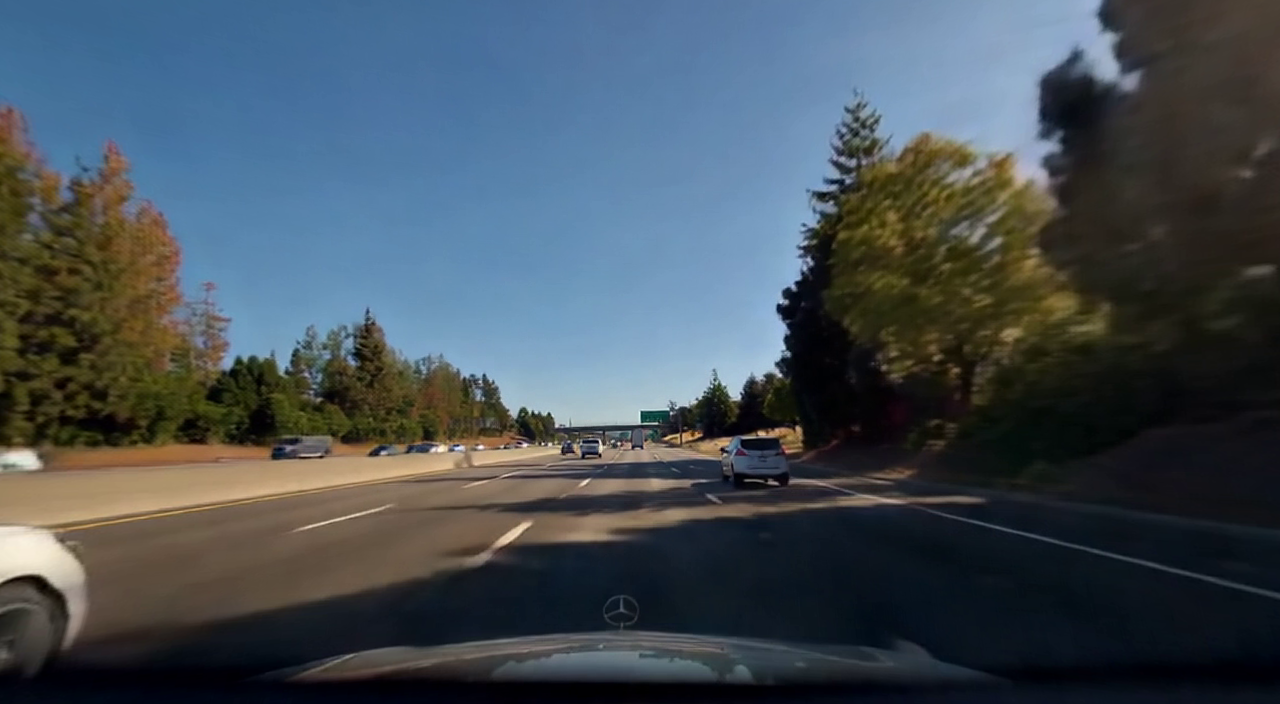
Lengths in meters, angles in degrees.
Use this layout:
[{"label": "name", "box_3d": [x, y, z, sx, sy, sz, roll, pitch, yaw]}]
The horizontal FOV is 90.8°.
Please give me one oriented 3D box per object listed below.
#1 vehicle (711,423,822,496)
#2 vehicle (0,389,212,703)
[{"label": "vehicle", "box_3d": [3.243, 2.860, 17.093, 2.053, 1.714, 4.097, 0, -9, -1]}, {"label": "vehicle", "box_3d": [-4.005, 0.797, 1.799, 2.118, 1.573, 4.940, 0, -9, 0]}]
